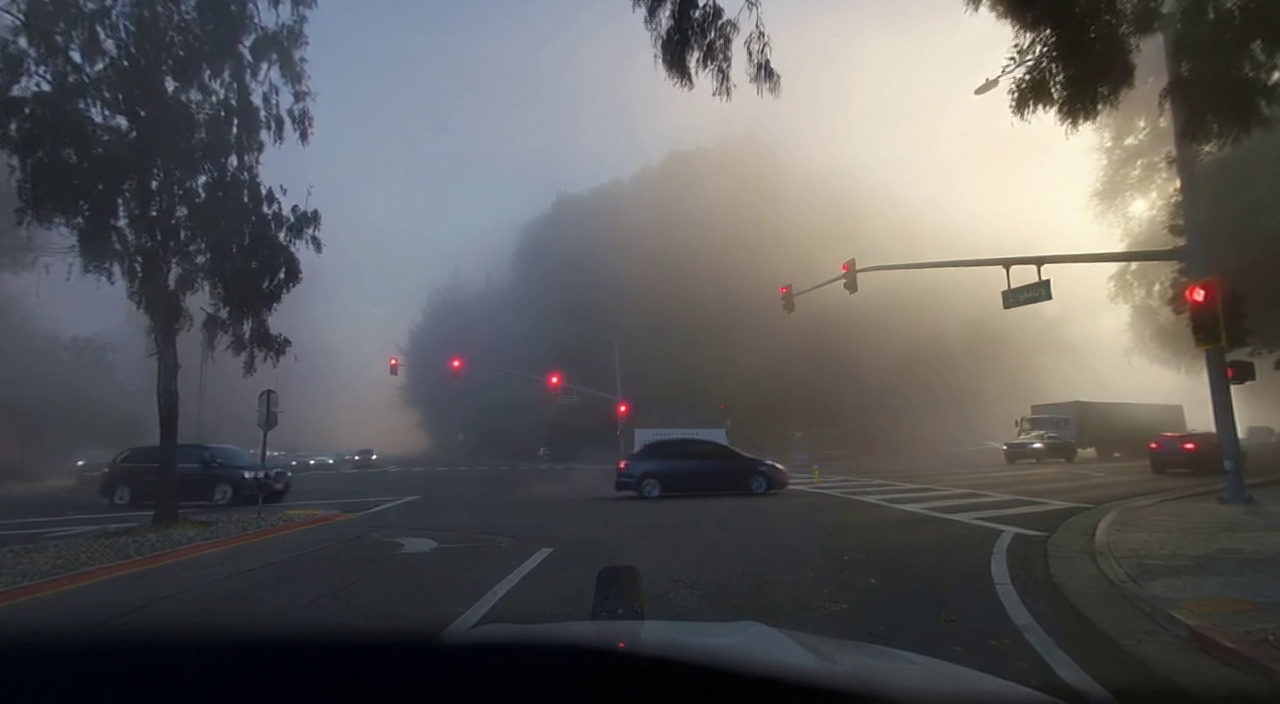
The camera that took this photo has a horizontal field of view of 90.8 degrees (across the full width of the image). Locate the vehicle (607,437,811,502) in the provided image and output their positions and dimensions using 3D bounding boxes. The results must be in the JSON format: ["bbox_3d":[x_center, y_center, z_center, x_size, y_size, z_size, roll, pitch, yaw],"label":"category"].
[{"bbox_3d":[1.569,2.874,15.696,4.728,1.471,1.957,0,-9,-4],"label":"vehicle"}]

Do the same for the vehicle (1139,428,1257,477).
[{"bbox_3d":[20.434,3.656,23.100,4.281,1.621,1.903,5,-10,-31],"label":"vehicle"}]

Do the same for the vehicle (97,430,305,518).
[{"bbox_3d":[-11.630,3.099,16.611,5.896,1.937,2.358,-6,-10,33],"label":"vehicle"}]

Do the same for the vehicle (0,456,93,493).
[{"bbox_3d":[-31.185,6.261,32.640,2.142,1.723,4.692,1,-9,-9],"label":"vehicle"}]
